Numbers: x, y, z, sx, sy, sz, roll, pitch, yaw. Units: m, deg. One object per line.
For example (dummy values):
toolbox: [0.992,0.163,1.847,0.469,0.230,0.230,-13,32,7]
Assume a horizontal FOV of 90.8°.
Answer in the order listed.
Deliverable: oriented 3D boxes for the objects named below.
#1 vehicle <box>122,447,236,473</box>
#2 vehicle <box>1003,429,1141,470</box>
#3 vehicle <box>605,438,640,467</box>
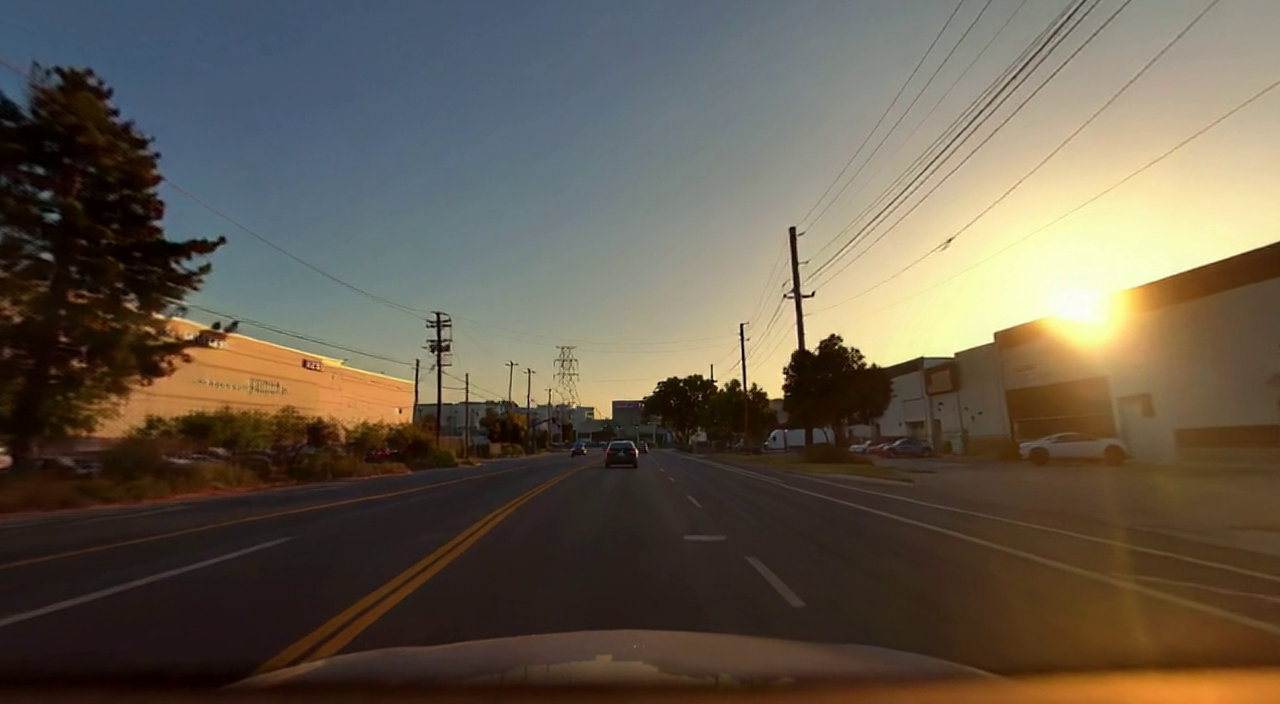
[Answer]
vehicle: [-26.475,6.191,36.417,4.728,1.431,2.287,0,-8,-2]
vehicle: [23.281,5.281,34.231,5.669,2.073,2.297,-1,-8,2]
vehicle: [-0.967,5.747,36.227,1.937,1.588,3.746,0,-8,0]
